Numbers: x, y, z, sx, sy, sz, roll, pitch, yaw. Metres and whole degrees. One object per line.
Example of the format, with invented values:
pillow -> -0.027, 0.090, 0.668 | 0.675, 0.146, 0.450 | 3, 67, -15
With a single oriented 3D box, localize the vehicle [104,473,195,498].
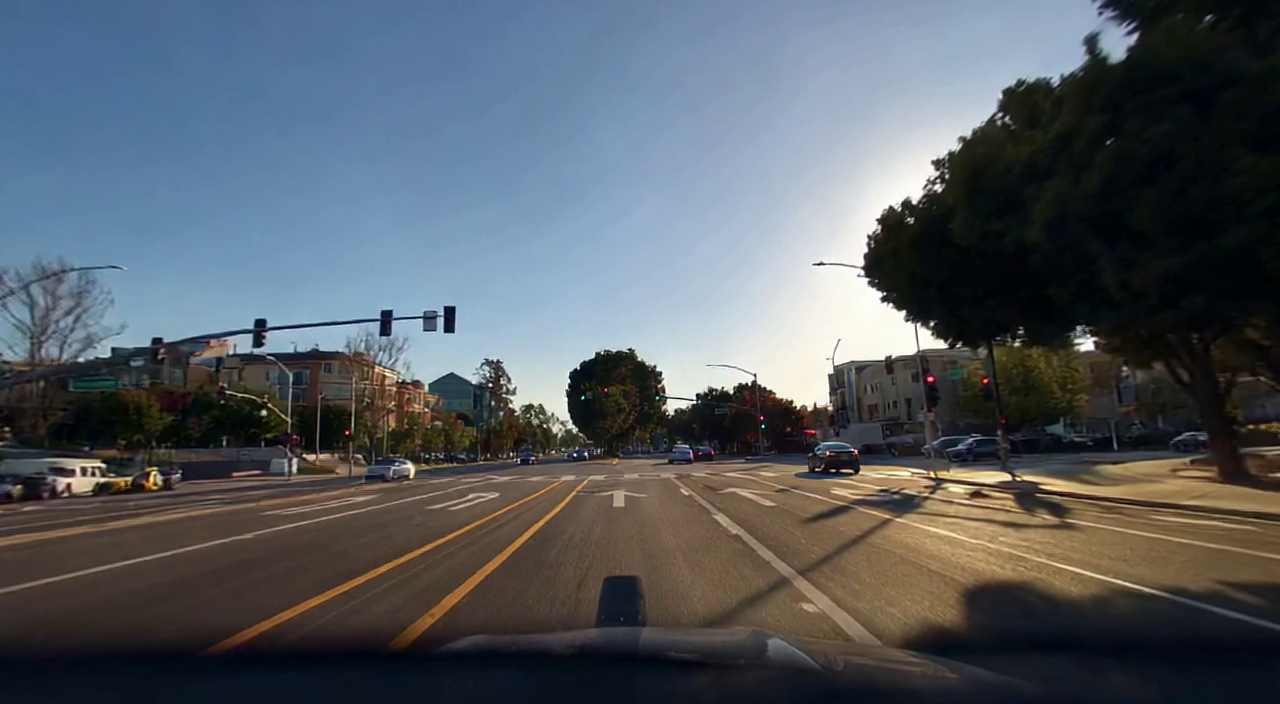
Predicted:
vehicle -> -34.029, 9.246, 43.899 | 4.552, 1.544, 2.010 | 0, -9, -1

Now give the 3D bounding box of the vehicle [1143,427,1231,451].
vehicle -> 39.832, 6.355, 46.081 | 4.517, 1.643, 1.945 | 0, -9, 0

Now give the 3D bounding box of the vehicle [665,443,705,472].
vehicle -> 2.579, 6.156, 37.103 | 1.917, 1.538, 4.259 | 0, -9, -2

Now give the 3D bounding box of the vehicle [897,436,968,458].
vehicle -> 22.599, 7.372, 48.936 | 4.475, 1.682, 2.044 | 0, -9, -2

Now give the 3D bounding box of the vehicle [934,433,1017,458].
vehicle -> 24.413, 6.799, 46.046 | 4.747, 1.766, 2.179 | 0, -9, -1

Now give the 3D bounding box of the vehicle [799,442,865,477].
vehicle -> 9.584, 5.365, 31.926 | 1.798, 1.621, 4.304 | 0, -9, -2
